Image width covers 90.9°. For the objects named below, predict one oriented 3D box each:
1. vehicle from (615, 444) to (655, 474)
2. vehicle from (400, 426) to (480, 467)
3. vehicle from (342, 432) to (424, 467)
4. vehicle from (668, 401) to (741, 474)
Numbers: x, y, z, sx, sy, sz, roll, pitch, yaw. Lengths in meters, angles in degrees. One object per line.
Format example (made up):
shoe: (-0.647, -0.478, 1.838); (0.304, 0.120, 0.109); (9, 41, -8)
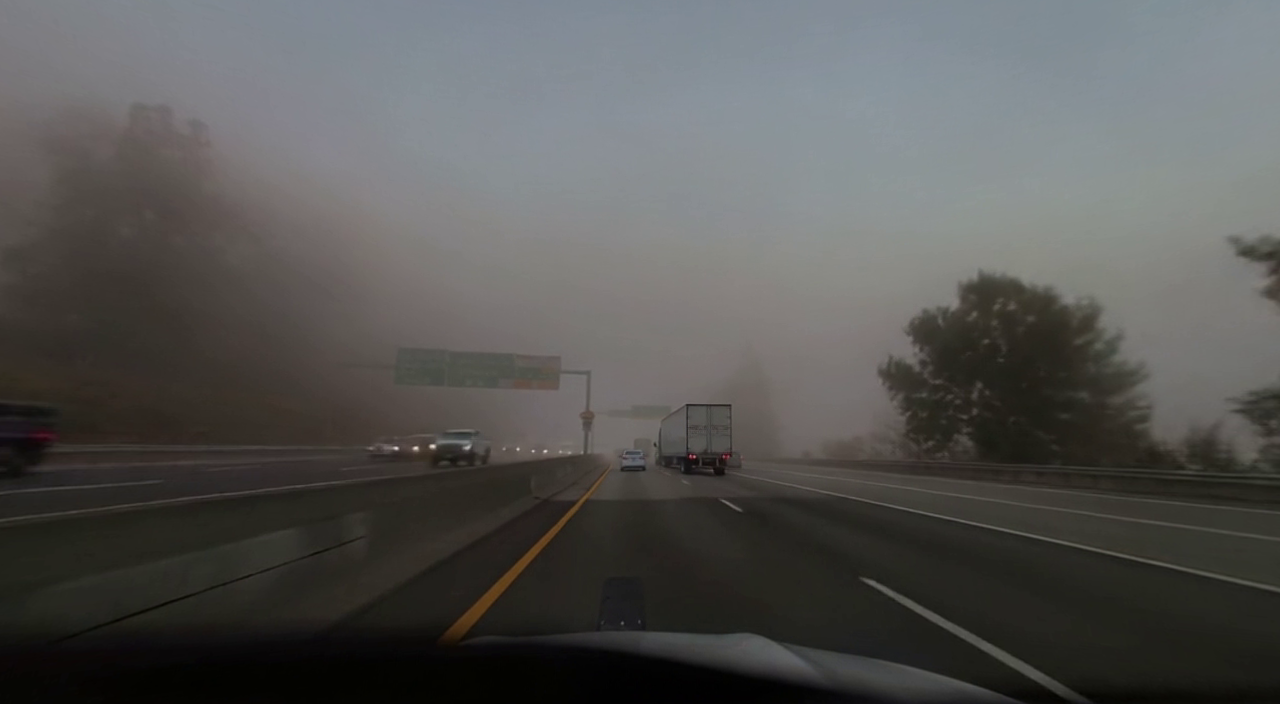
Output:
vehicle: (-0.332, 6.025, 35.629); (2.111, 1.599, 3.859); (0, -9, -2)
vehicle: (-7.774, 3.738, 24.922); (1.877, 1.481, 4.062); (0, -9, -1)
vehicle: (-11.783, 4.540, 29.276); (1.867, 1.499, 4.538); (0, -9, 0)
vehicle: (3.865, 5.730, 41.323); (2.931, 4.009, 12.800); (0, -9, -2)
